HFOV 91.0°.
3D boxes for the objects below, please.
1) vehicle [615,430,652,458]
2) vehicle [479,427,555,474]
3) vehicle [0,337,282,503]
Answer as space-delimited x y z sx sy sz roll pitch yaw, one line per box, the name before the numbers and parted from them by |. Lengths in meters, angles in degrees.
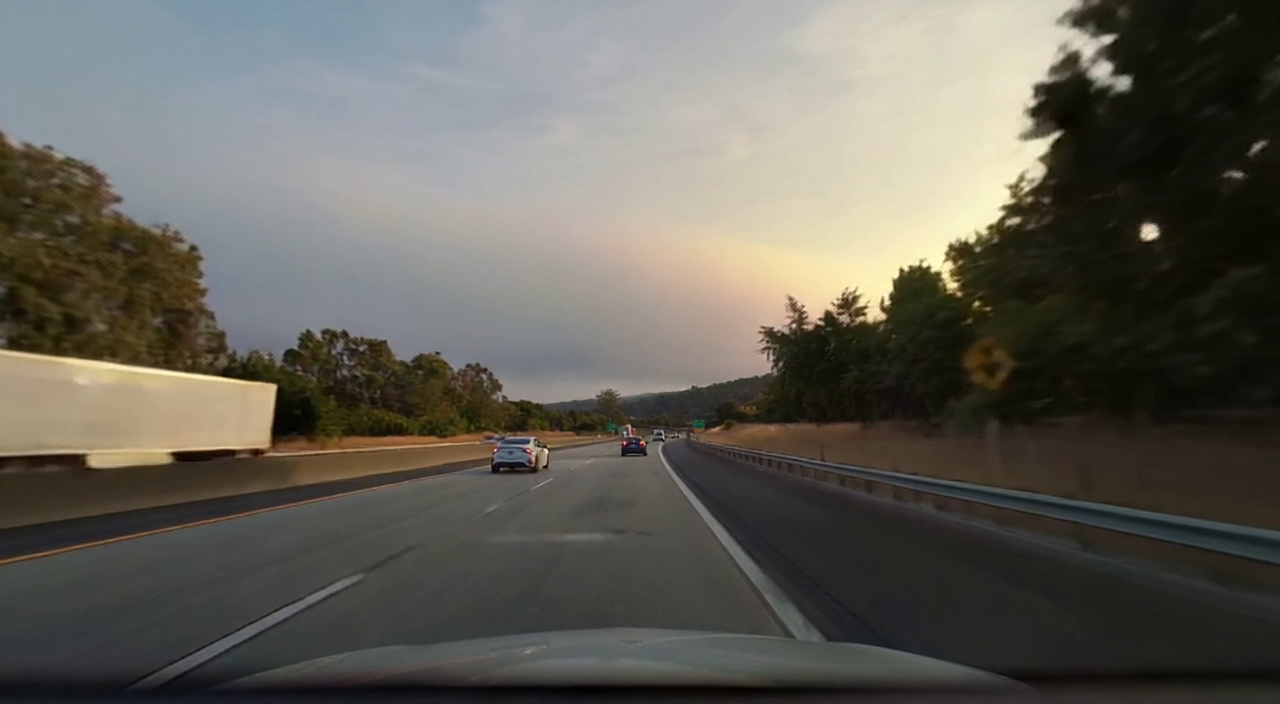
vehicle | -0.413 5.758 39.430 2.146 1.636 4.026 0 -8 -1
vehicle | -4.709 3.852 24.803 2.075 1.653 4.317 -1 -8 1
vehicle | -17.564 2.396 20.560 3.215 4.104 14.389 -1 -8 0
